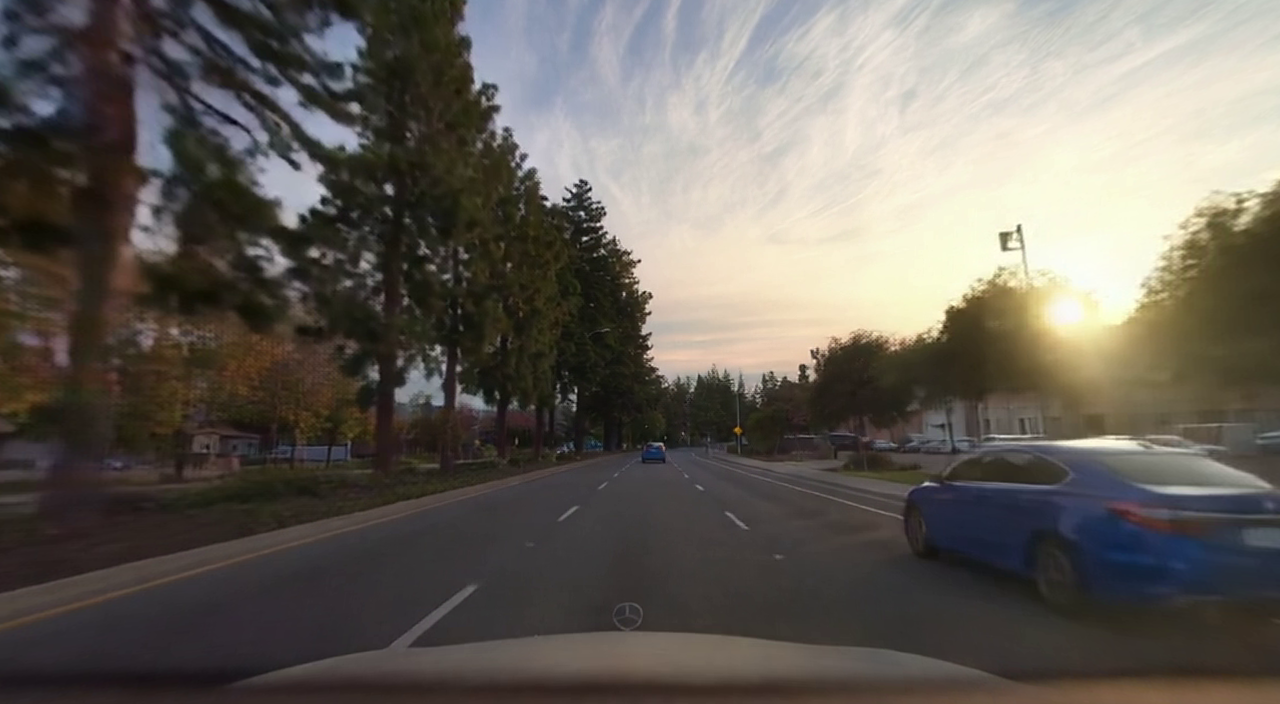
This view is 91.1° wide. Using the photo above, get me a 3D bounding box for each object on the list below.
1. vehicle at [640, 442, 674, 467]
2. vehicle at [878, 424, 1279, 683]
[{"bbox_3d":[1.075,6.710,41.336,2.144,1.505,4.128,0,-8,1],"label":"vehicle"},{"bbox_3d":[4.198,1.514,5.989,2.053,1.482,4.568,0,-8,0],"label":"vehicle"}]
